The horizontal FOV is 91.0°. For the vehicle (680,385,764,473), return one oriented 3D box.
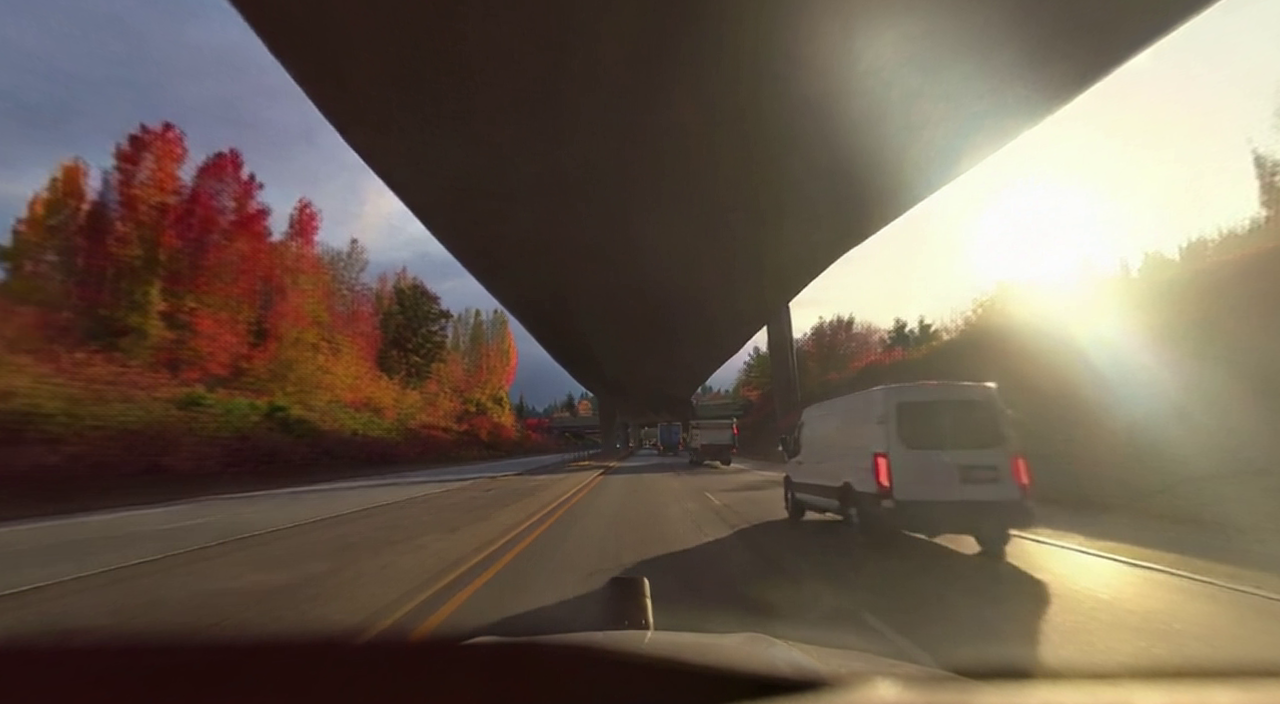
[{"bbox_3d":[4.437,4.827,38.006,3.208,4.202,15.777,0,-8,1],"label":"vehicle"}]

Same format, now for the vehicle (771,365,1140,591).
[{"bbox_3d":[3.495,1.540,8.507,2.291,2.112,5.052,0,-8,0],"label":"vehicle"}]
